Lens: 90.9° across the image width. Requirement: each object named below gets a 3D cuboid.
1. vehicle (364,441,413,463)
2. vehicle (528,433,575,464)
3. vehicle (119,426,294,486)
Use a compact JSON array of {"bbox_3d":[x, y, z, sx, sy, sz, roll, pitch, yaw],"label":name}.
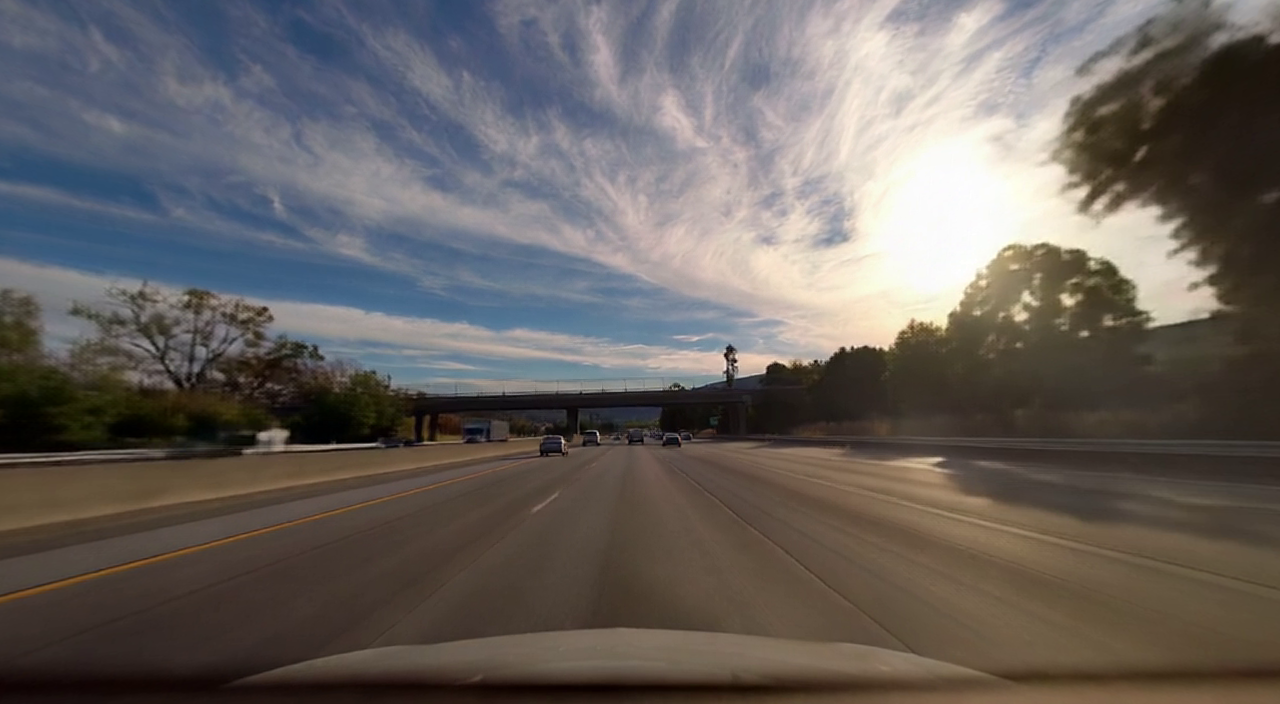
[{"bbox_3d":[-17.788,7.074,44.768,1.752,1.452,4.406,0,-8,-1],"label":"vehicle"},{"bbox_3d":[-4.478,4.947,32.405,1.933,1.473,4.023,0,-8,-1],"label":"vehicle"},{"bbox_3d":[-12.968,3.118,19.347,1.994,1.594,4.817,0,-8,-1],"label":"vehicle"}]
